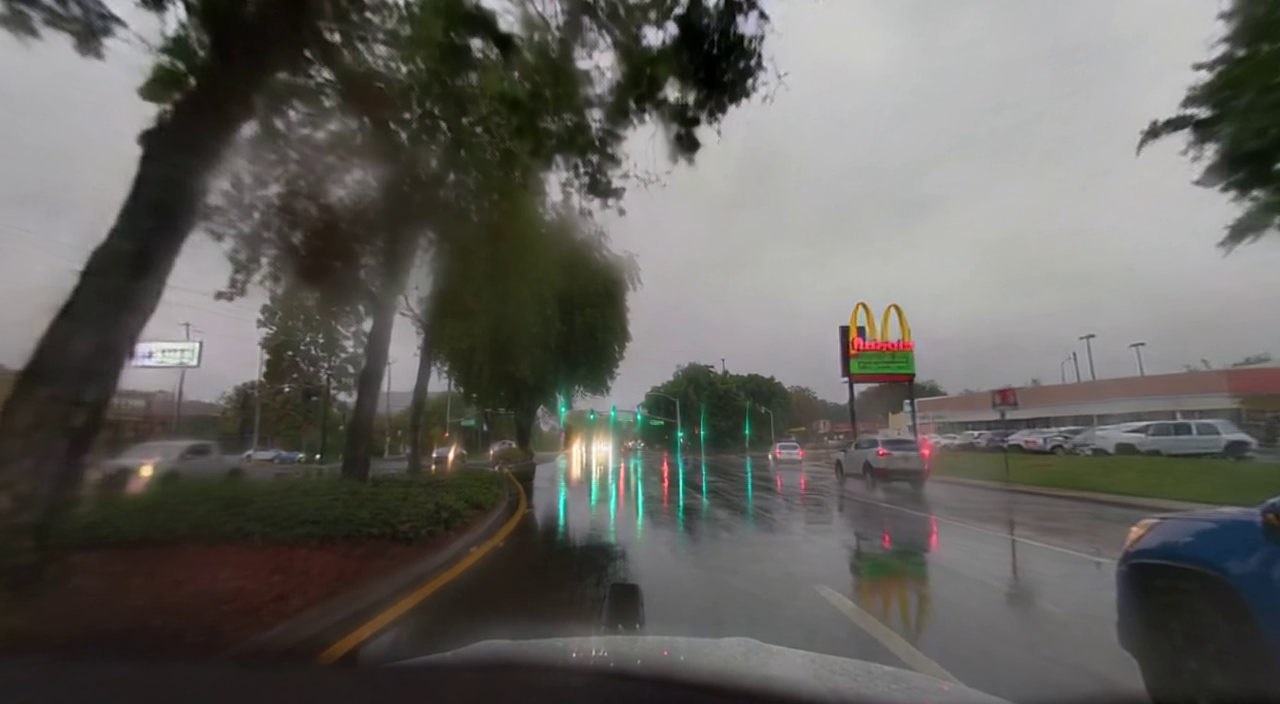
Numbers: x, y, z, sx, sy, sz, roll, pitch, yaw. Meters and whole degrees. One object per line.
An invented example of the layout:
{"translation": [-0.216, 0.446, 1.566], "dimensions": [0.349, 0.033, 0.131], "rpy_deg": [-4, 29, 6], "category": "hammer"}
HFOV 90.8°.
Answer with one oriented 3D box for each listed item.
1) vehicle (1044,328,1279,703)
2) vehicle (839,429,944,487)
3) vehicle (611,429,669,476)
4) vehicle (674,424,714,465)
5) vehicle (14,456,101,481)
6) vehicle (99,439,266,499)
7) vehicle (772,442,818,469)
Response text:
{"translation": [3.458, 0.642, 1.478], "dimensions": [2.076, 1.716, 4.416], "rpy_deg": [0, -8, 0], "category": "vehicle"}
{"translation": [8.575, 3.648, 22.023], "dimensions": [1.977, 1.786, 4.344], "rpy_deg": [0, -8, 2], "category": "vehicle"}
{"translation": [-0.045, 4.575, 28.909], "dimensions": [2.402, 1.938, 4.535], "rpy_deg": [0, -8, -1], "category": "vehicle"}
{"translation": [3.620, 6.310, 43.121], "dimensions": [2.239, 2.586, 4.586], "rpy_deg": [0, -8, -1], "category": "vehicle"}
{"translation": [-45.251, 9.013, 49.206], "dimensions": [2.009, 1.766, 4.873], "rpy_deg": [-1, -9, 2], "category": "vehicle"}
{"translation": [-14.455, 3.732, 20.381], "dimensions": [2.136, 1.676, 4.371], "rpy_deg": [-1, -9, -1], "category": "vehicle"}
{"translation": [9.347, 6.271, 38.393], "dimensions": [1.879, 1.517, 4.006], "rpy_deg": [0, -8, 1], "category": "vehicle"}
